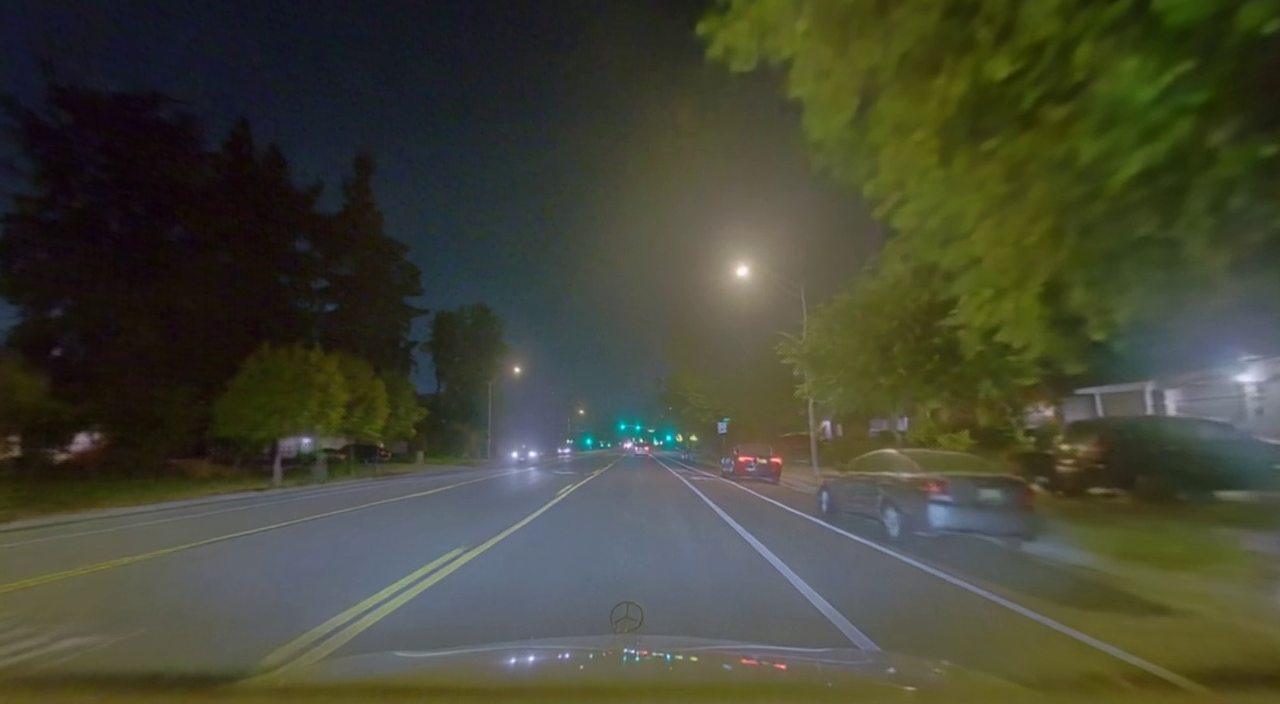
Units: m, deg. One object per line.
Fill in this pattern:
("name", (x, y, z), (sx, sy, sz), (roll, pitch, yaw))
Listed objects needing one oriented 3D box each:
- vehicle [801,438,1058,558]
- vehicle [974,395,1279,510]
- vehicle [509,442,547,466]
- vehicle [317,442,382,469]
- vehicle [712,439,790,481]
("vehicle", (4.245, 2.186, 10.377), (1.968, 1.482, 4.991), (0, -8, 1))
("vehicle", (10.090, 1.984, 12.721), (5.332, 1.912, 2.147), (-3, -8, 1))
("vehicle", (-7.770, 7.123, 44.037), (1.867, 1.603, 3.983), (0, -8, 1))
("vehicle", (-22.471, 7.991, 48.769), (4.052, 1.641, 1.939), (-5, -7, -2))
("vehicle", (4.467, 4.450, 26.312), (2.154, 1.550, 5.785), (0, -8, -1))
